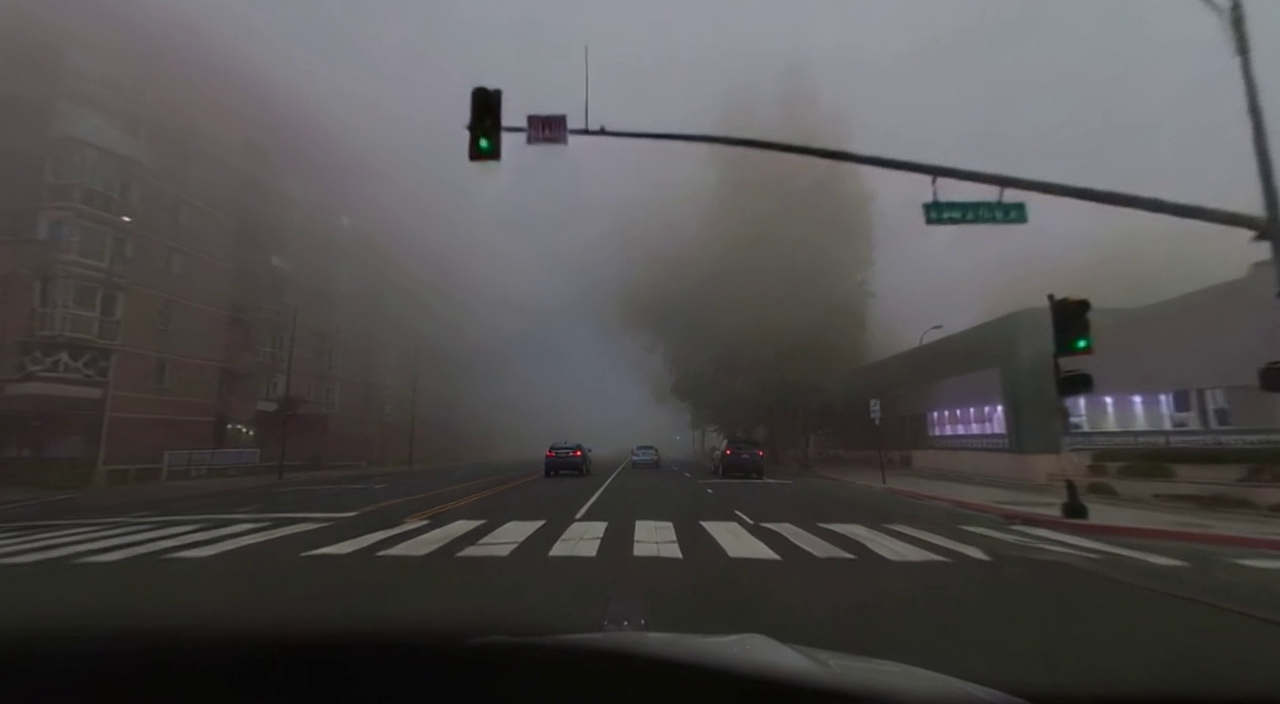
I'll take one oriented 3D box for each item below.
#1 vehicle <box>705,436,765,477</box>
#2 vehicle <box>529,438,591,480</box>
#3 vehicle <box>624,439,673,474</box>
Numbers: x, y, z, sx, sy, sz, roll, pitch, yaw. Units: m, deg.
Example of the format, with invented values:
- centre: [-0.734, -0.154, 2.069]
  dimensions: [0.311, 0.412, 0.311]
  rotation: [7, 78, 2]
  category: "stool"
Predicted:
- centre: [4.118, 4.576, 27.866]
  dimensions: [1.987, 1.637, 3.896]
  rotation: [0, -8, -1]
  category: "vehicle"
- centre: [-3.038, 4.169, 24.811]
  dimensions: [1.860, 1.510, 4.073]
  rotation: [0, -8, 1]
  category: "vehicle"
- centre: [0.357, 4.856, 29.513]
  dimensions: [2.103, 1.468, 4.094]
  rotation: [0, -8, 0]
  category: "vehicle"
